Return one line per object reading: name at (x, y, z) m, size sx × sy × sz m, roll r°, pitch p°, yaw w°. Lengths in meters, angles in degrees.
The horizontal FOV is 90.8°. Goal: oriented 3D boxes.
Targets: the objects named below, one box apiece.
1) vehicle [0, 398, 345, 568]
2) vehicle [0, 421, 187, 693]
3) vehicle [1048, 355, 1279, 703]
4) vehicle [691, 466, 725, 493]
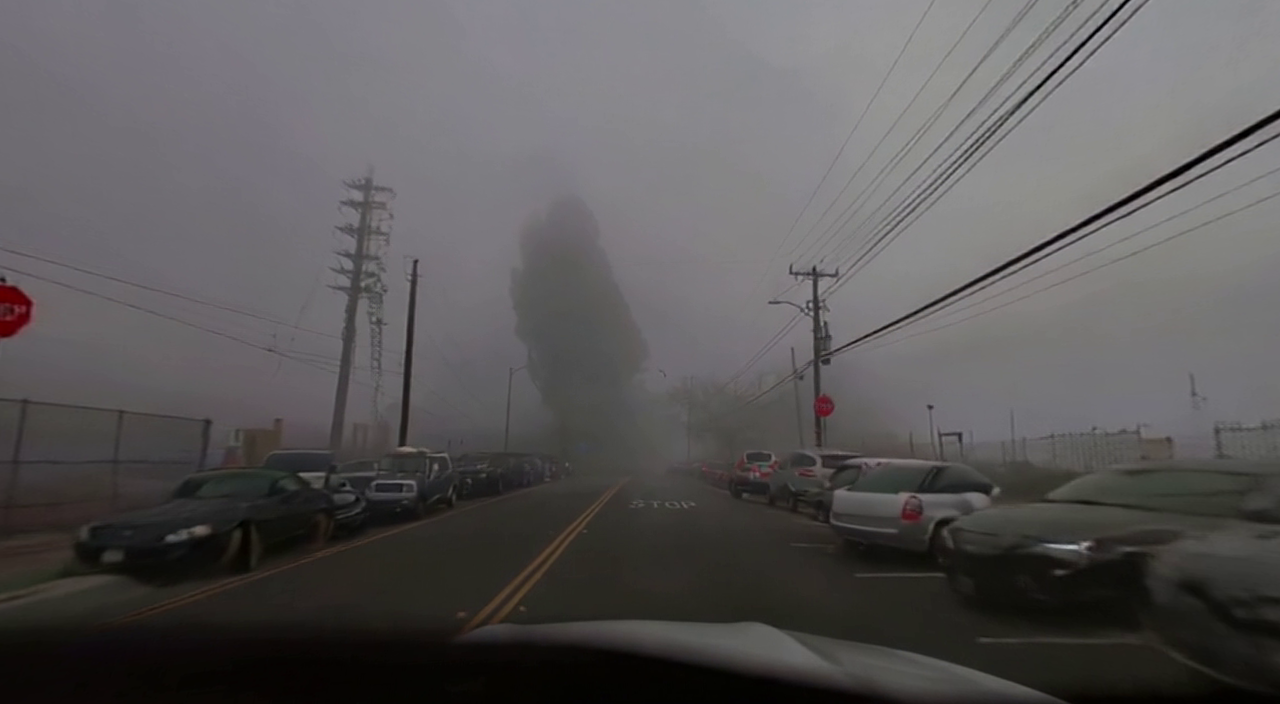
vehicle at (-6.556, 1.587, 7.995) m, size 4.515 × 1.689 × 1.942 m, roll 4°, pitch -11°, yaw -2°
vehicle at (-6.110, 1.207, 3.906) m, size 5.099 × 1.491 × 1.868 m, roll 0°, pitch -9°, yaw -1°
vehicle at (4.534, 0.970, 2.712) m, size 4.100 × 1.546 × 2.092 m, roll 3°, pitch -12°, yaw 1°
vehicle at (5.041, 9.534, 47.368) m, size 2.007 × 1.804 × 4.136 m, roll 0°, pitch -9°, yaw -2°
